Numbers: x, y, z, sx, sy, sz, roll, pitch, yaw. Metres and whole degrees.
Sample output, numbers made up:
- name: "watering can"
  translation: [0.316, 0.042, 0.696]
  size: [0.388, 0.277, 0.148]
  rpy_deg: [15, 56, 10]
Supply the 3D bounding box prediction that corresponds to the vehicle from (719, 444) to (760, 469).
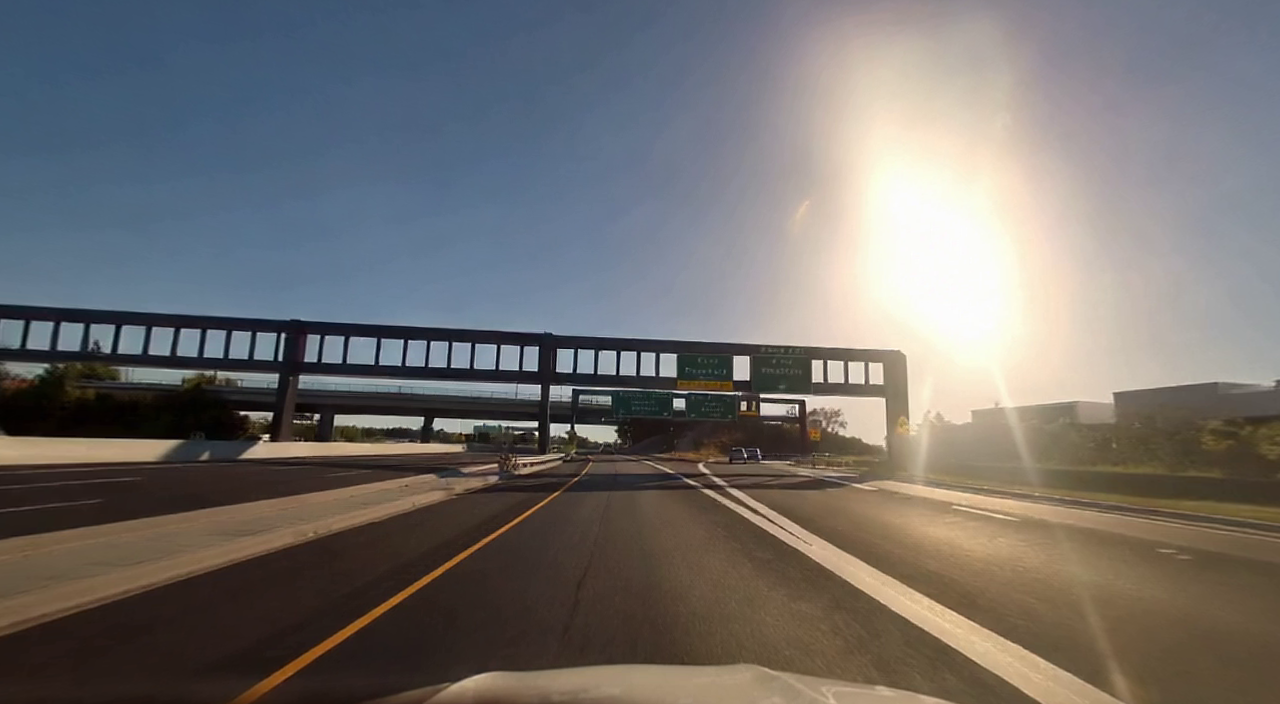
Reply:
- name: "vehicle"
  translation: [6.065, 6.411, 38.709]
  size: [2.129, 1.444, 3.649]
  rpy_deg: [-1, -9, 3]
